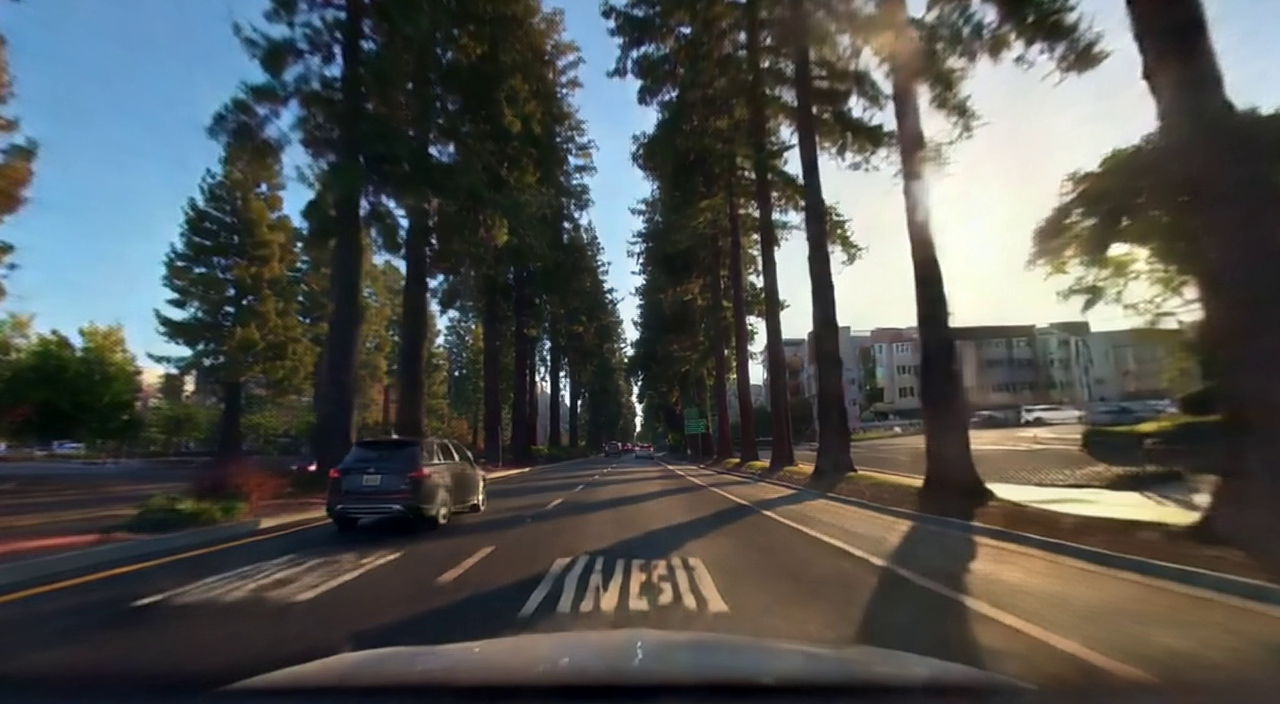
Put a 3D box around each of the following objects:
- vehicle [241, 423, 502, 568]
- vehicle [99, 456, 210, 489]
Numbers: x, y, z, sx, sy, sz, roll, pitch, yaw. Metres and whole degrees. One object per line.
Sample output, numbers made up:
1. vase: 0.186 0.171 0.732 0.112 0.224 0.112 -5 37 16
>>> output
1. vehicle: -3.434 1.904 9.148 1.942 1.588 4.172 0 -9 0
2. vehicle: -24.521 6.055 32.168 1.985 1.464 4.698 0 -9 -1
